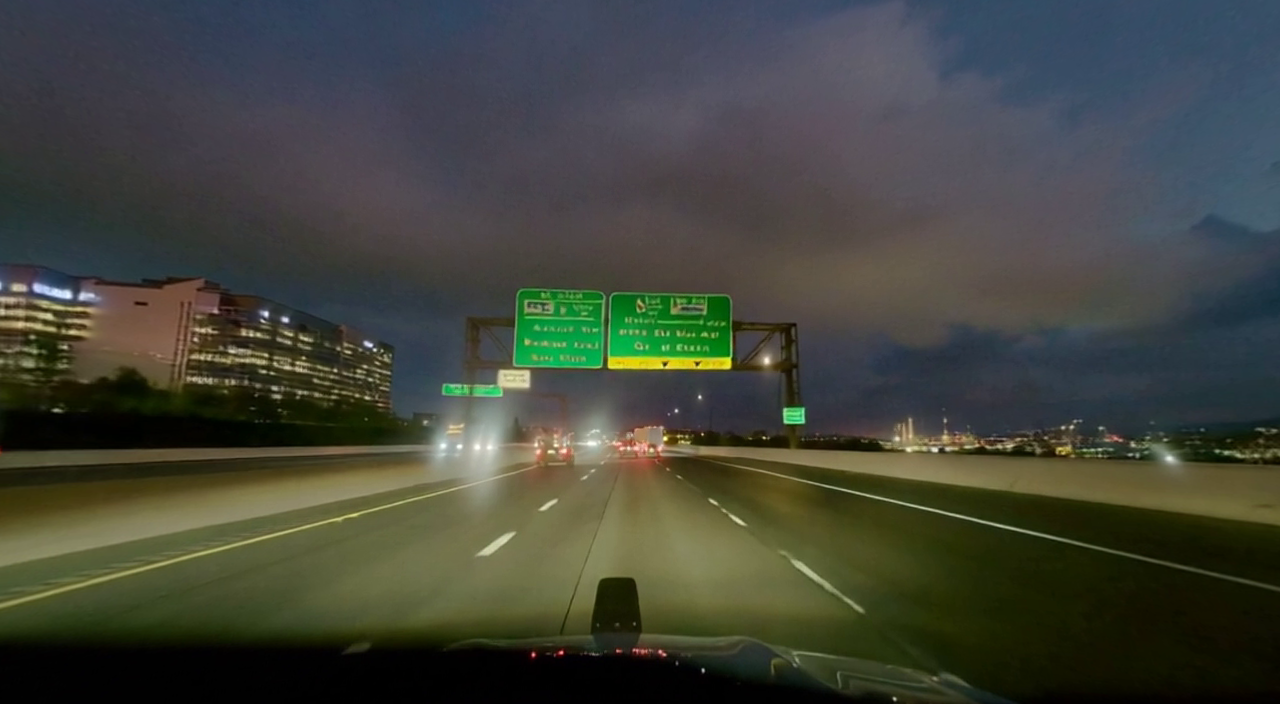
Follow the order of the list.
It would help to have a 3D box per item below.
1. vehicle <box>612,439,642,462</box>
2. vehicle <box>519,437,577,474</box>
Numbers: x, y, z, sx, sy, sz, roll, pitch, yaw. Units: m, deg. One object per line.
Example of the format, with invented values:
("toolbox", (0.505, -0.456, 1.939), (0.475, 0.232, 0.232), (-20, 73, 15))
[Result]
("vehicle", (-1.056, 7.609, 48.657), (2.196, 1.699, 4.499), (0, -8, -2))
("vehicle", (-4.358, 4.986, 30.452), (2.271, 1.626, 4.463), (0, -8, -1))
